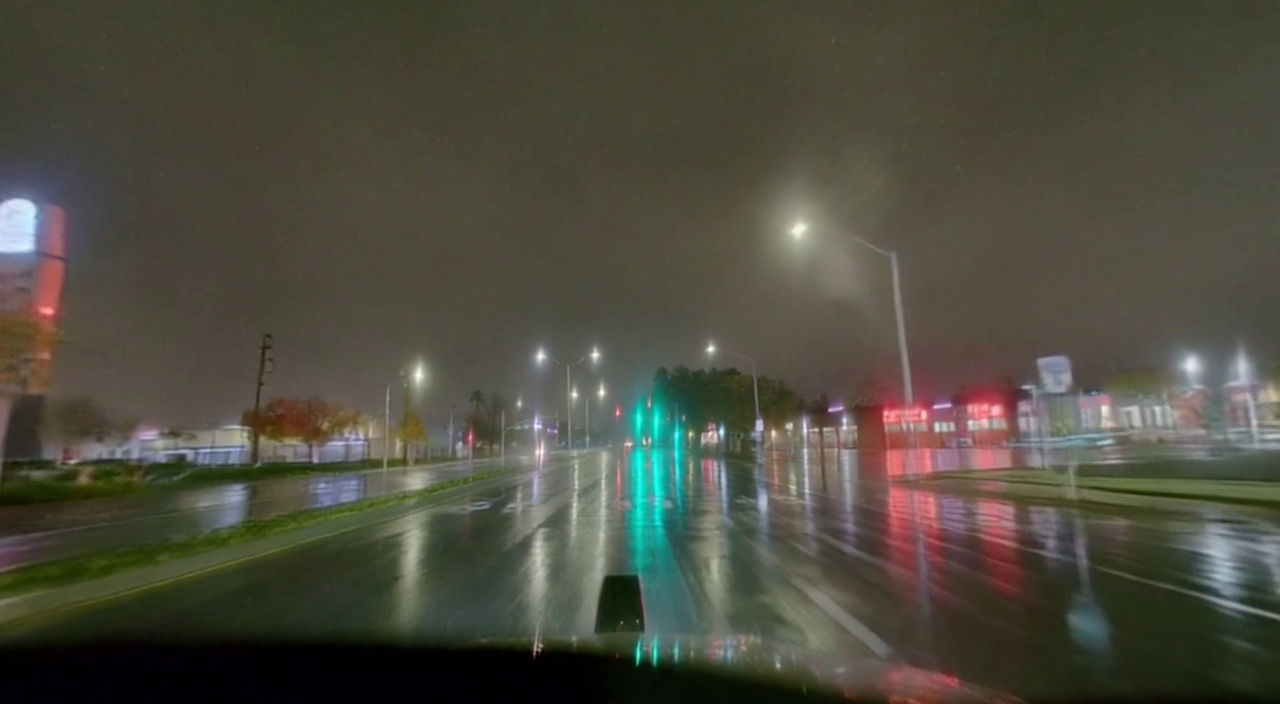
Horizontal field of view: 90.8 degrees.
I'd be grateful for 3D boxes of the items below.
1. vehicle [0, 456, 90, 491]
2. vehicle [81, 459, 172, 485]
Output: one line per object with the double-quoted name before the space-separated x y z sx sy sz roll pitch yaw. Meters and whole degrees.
"vehicle" -38.175 7.668 40.218 2.005 1.915 5.056 0 -8 -4
"vehicle" -32.992 7.708 40.805 1.809 1.448 4.747 -1 -8 2
